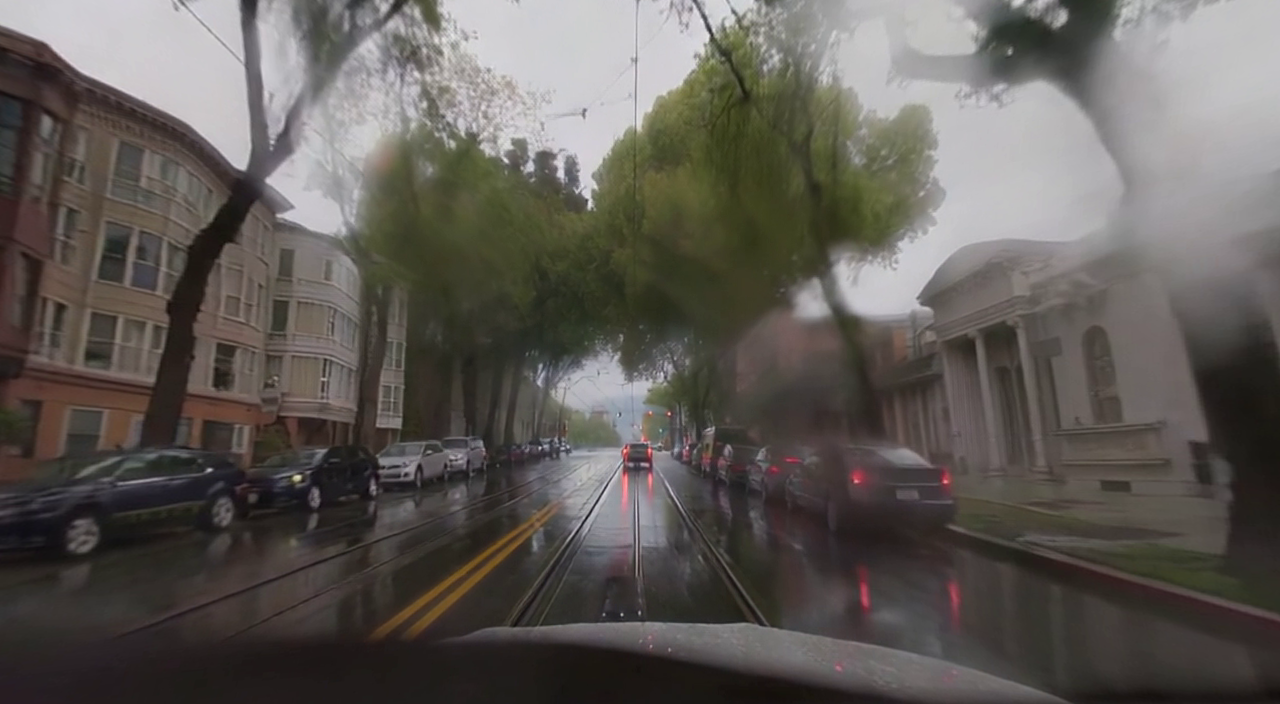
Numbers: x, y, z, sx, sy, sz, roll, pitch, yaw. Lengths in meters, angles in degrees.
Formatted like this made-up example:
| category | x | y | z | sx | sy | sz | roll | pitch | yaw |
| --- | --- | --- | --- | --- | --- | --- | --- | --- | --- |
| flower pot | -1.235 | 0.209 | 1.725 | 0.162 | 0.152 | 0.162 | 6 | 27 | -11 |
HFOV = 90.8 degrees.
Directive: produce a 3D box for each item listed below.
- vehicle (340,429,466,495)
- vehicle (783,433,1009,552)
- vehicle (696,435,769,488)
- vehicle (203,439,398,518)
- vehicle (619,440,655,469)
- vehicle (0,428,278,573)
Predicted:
| category | x | y | z | sx | sy | sz | roll | pitch | yaw |
| --- | --- | --- | --- | --- | --- | --- | --- | --- | --- |
| vehicle | -7.294 | 3.448 | 20.146 | 2.049 | 1.821 | 5.066 | 0 | -9 | 0 |
| vehicle | 3.878 | 2.181 | 10.546 | 1.890 | 1.559 | 4.281 | 0 | -9 | -1 |
| vehicle | 3.825 | 4.622 | 27.416 | 2.242 | 2.000 | 6.340 | 1 | -8 | 0 |
| vehicle | -7.374 | 2.771 | 14.437 | 1.833 | 1.477 | 4.851 | 0 | -9 | -1 |
| vehicle | -0.176 | 5.802 | 35.885 | 1.984 | 1.571 | 3.404 | 0 | -9 | 0 |
| vehicle | -7.319 | 1.958 | 8.926 | 1.756 | 1.492 | 4.426 | 2 | -10 | -1 |
